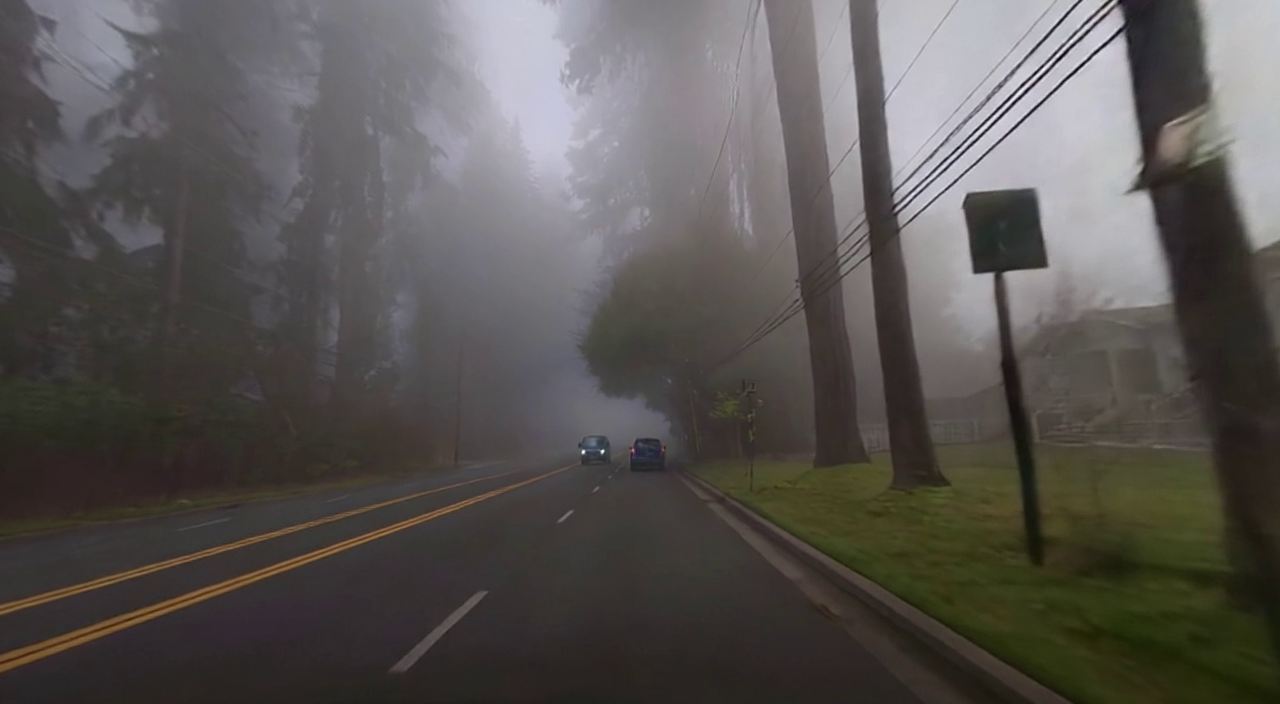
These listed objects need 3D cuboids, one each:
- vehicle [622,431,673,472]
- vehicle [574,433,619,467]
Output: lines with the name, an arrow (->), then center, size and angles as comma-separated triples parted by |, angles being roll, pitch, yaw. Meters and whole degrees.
vehicle -> 0.304, 4.505, 28.586 | 2.120, 1.718, 3.909 | 0, -9, 0
vehicle -> -2.385, 5.530, 35.625 | 2.157, 1.765, 4.303 | -1, -9, 2
